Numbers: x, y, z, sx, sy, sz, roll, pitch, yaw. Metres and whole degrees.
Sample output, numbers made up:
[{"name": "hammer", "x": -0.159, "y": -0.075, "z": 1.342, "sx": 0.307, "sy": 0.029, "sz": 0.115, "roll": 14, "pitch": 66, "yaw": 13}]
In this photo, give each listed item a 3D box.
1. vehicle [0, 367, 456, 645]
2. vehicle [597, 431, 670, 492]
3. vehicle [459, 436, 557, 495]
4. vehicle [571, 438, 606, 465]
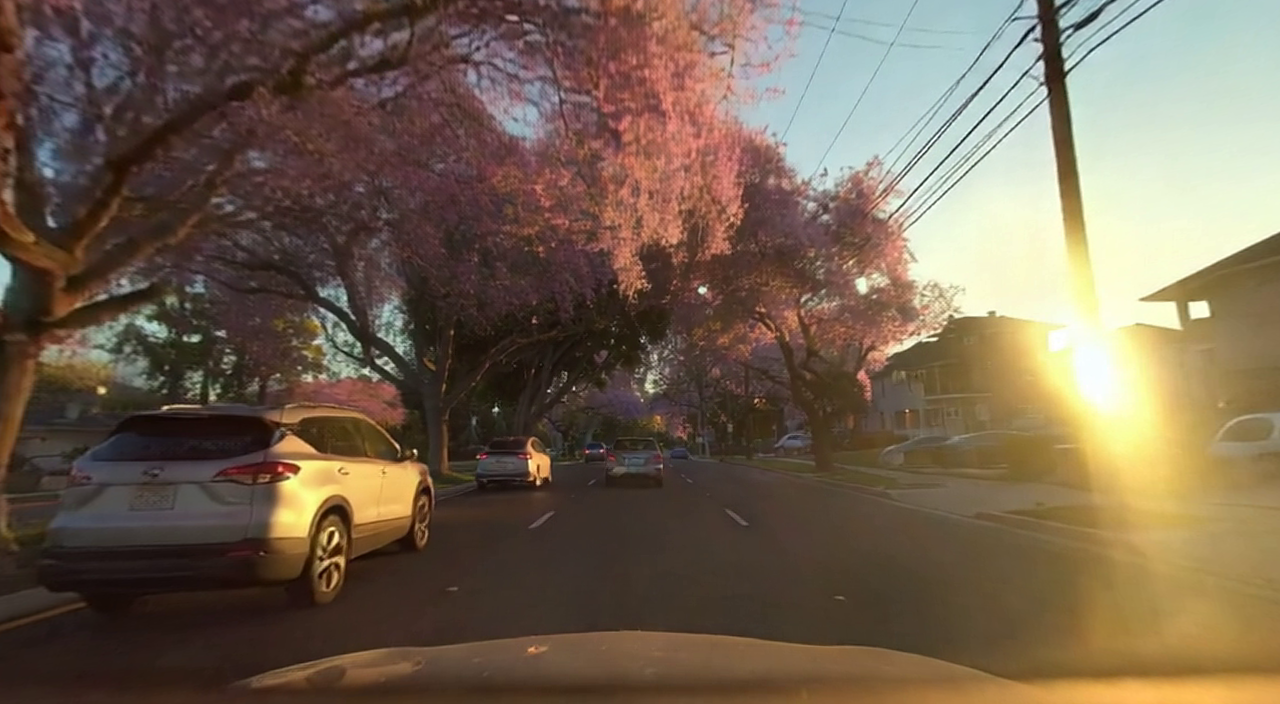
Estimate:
[{"name": "vehicle", "x": -3.745, "y": 1.408, "z": 6.866, "sx": 2.161, "sy": 1.919, "sz": 4.798, "roll": 0, "pitch": -8, "yaw": -2}, {"name": "vehicle", "x": -0.187, "y": 3.301, "z": 19.346, "sx": 1.997, "sy": 1.636, "sz": 3.760, "roll": 0, "pitch": -8, "yaw": 0}, {"name": "vehicle", "x": -3.783, "y": 3.322, "z": 18.907, "sx": 2.066, "sy": 1.565, "sz": 3.905, "roll": 0, "pitch": -8, "yaw": 0}, {"name": "vehicle", "x": -3.555, "y": 6.979, "z": 44.478, "sx": 2.080, "sy": 1.780, "sz": 4.879, "roll": 0, "pitch": -8, "yaw": 0}]
